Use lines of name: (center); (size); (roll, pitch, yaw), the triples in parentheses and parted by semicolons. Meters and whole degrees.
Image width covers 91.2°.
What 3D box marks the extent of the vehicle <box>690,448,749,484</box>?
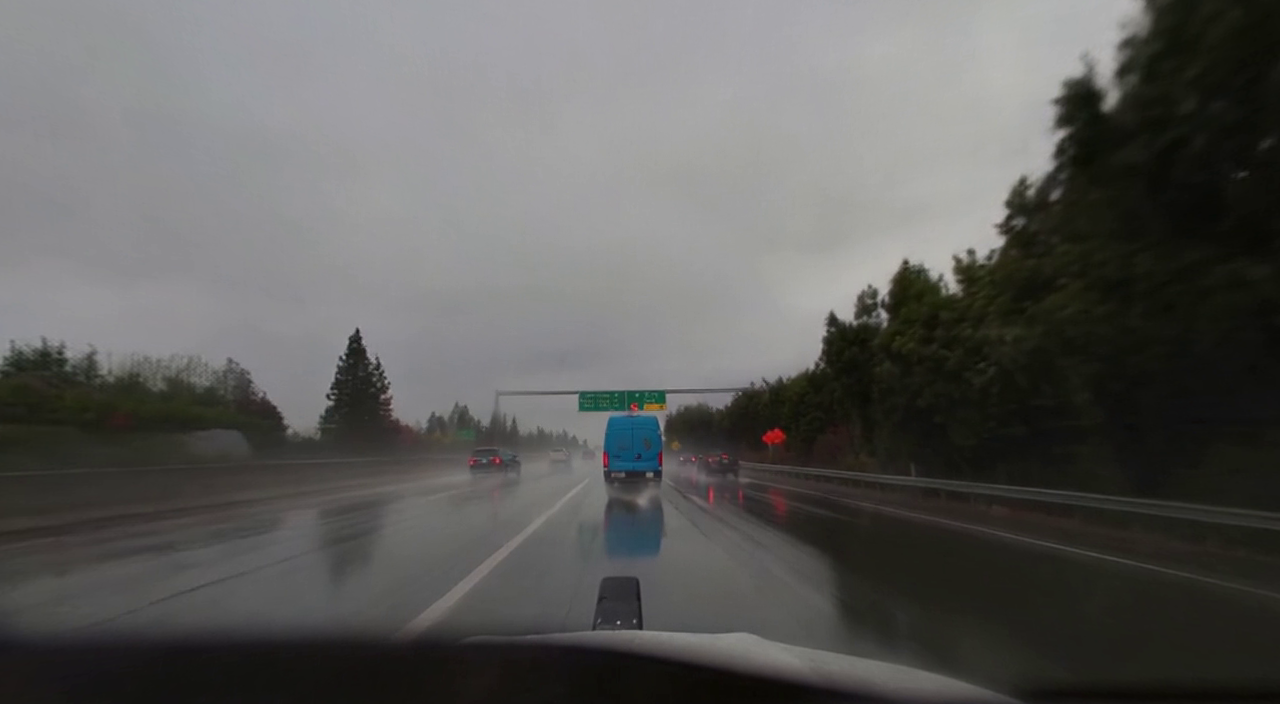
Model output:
vehicle: (3.506, 5.130, 28.502); (2.015, 1.491, 4.732); (0, -9, -1)

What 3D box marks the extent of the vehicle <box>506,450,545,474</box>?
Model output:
vehicle: (-7.651, 7.388, 42.237); (2.026, 1.506, 4.102); (0, -9, -2)

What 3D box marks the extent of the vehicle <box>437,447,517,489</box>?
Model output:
vehicle: (-6.492, 4.669, 25.519); (2.003, 1.498, 4.386); (-1, -9, 1)

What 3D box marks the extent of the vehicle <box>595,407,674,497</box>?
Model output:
vehicle: (-0.245, 3.303, 20.788); (2.268, 2.551, 5.144); (0, -9, -2)
